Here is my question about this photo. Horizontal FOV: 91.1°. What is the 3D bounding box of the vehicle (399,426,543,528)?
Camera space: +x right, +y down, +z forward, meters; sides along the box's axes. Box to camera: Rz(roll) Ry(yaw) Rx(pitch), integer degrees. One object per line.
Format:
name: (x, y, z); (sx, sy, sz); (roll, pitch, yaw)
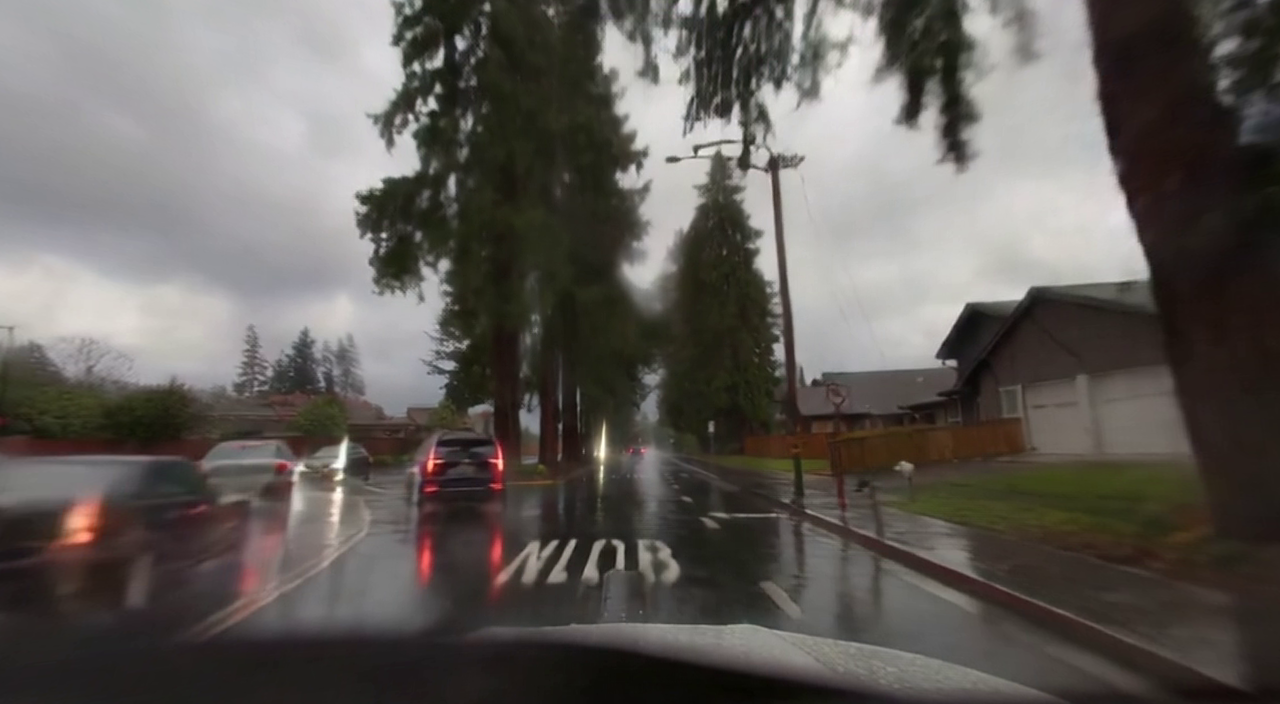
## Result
vehicle: (-3.565, 2.394, 12.643); (2.290, 1.653, 4.127); (3, -9, -21)

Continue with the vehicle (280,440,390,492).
vehicle: (-11.511, 4.218, 23.617); (4.240, 1.755, 2.108); (-7, -11, 41)

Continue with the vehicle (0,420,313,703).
vehicle: (-4.821, 1.429, 5.173); (2.151, 1.578, 5.036); (1, -8, -8)
